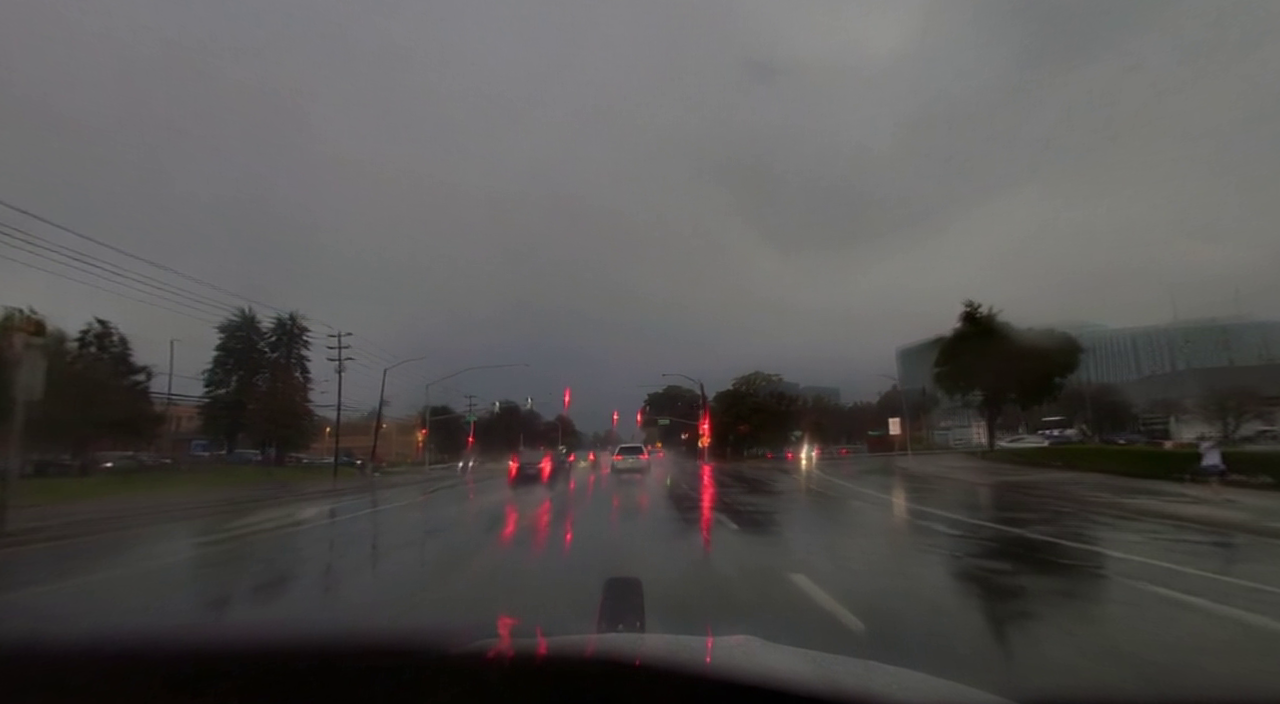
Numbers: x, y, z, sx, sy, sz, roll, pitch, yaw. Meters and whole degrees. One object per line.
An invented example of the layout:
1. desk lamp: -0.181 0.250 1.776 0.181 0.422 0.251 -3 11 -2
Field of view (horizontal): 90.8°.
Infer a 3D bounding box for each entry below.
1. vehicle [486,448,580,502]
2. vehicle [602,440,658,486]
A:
1. vehicle: -3.183 3.756 19.827 2.064 1.464 4.373 0 -8 2
2. vehicle: -0.382 4.806 27.743 2.276 1.850 3.897 0 -8 1
